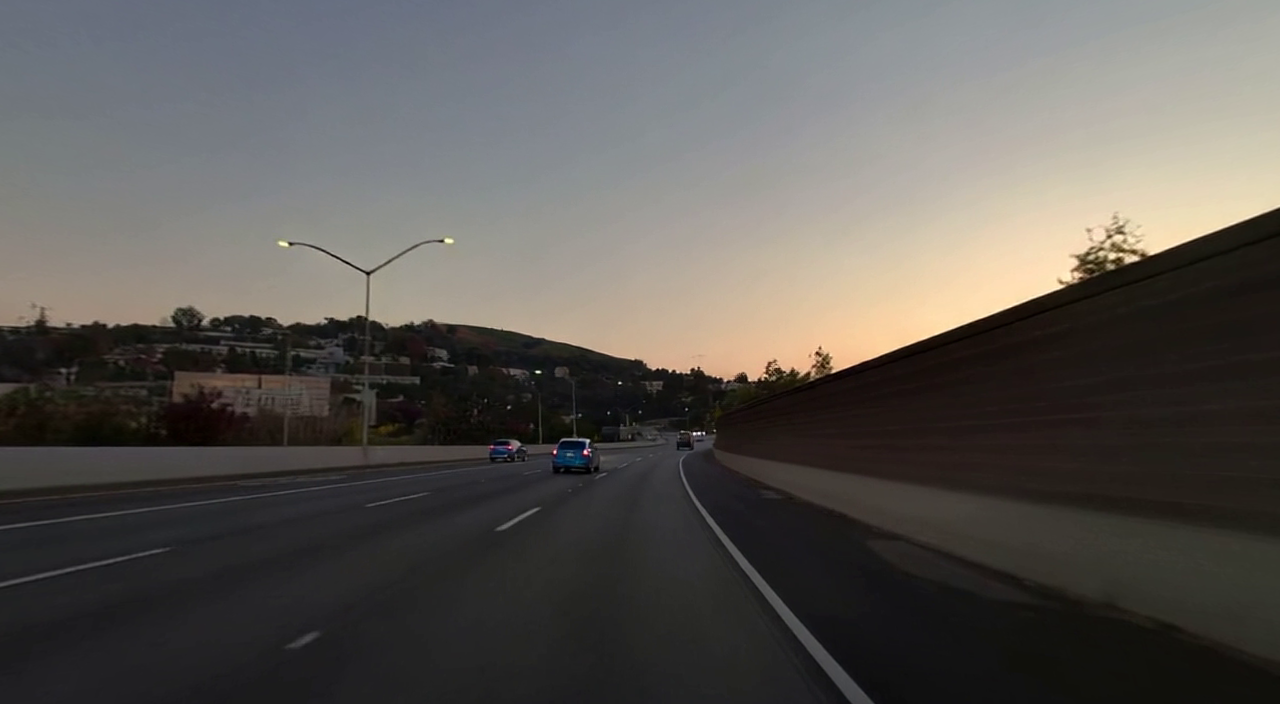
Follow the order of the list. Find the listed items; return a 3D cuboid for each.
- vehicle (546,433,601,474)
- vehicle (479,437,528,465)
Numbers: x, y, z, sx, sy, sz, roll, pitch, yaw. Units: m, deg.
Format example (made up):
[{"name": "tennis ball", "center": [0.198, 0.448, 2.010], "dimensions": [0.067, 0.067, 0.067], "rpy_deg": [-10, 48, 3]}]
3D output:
[{"name": "vehicle", "center": [-3.077, 4.821, 30.134], "dimensions": [2.028, 1.782, 4.150], "rpy_deg": [-1, -8, 3]}, {"name": "vehicle", "center": [-9.152, 6.652, 42.623], "dimensions": [2.039, 1.746, 4.528], "rpy_deg": [-1, -8, 4]}]
